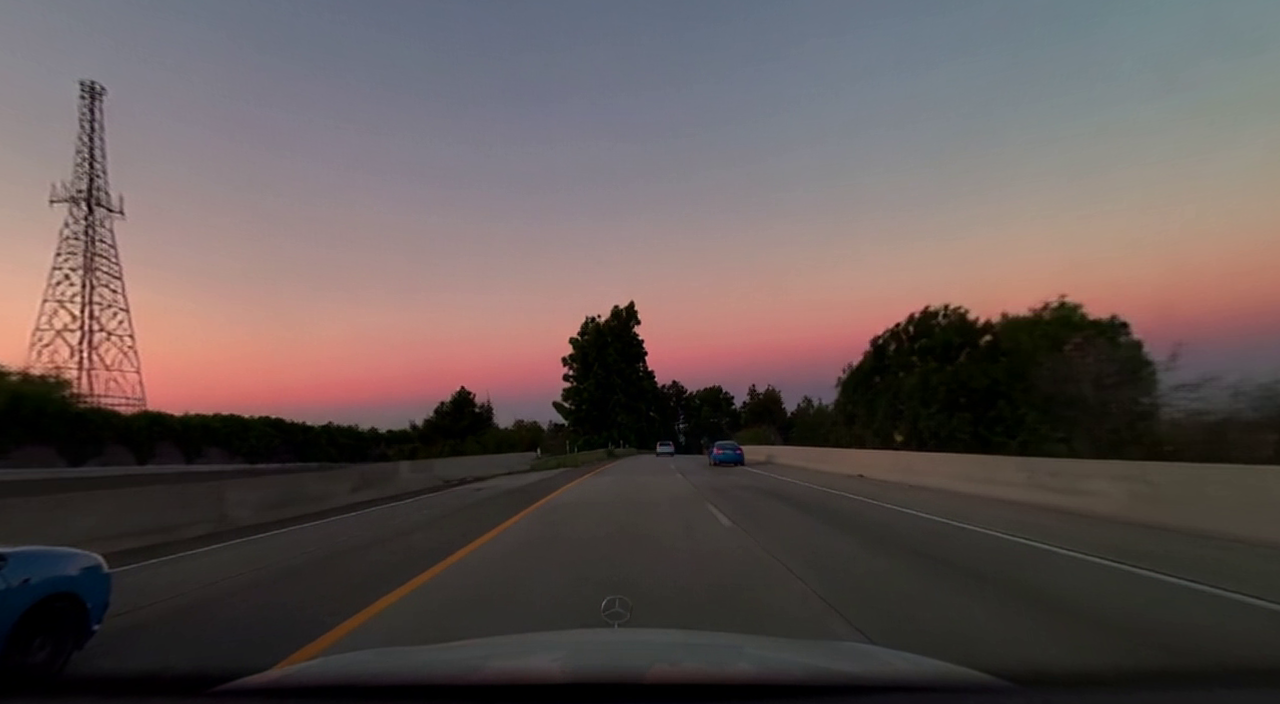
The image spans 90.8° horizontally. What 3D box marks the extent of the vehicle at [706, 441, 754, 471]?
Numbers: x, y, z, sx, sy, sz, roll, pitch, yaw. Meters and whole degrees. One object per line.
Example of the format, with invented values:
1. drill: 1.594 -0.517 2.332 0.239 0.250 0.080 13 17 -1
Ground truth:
1. vehicle: 4.789 5.600 34.265 2.030 1.526 4.165 0 -8 1
